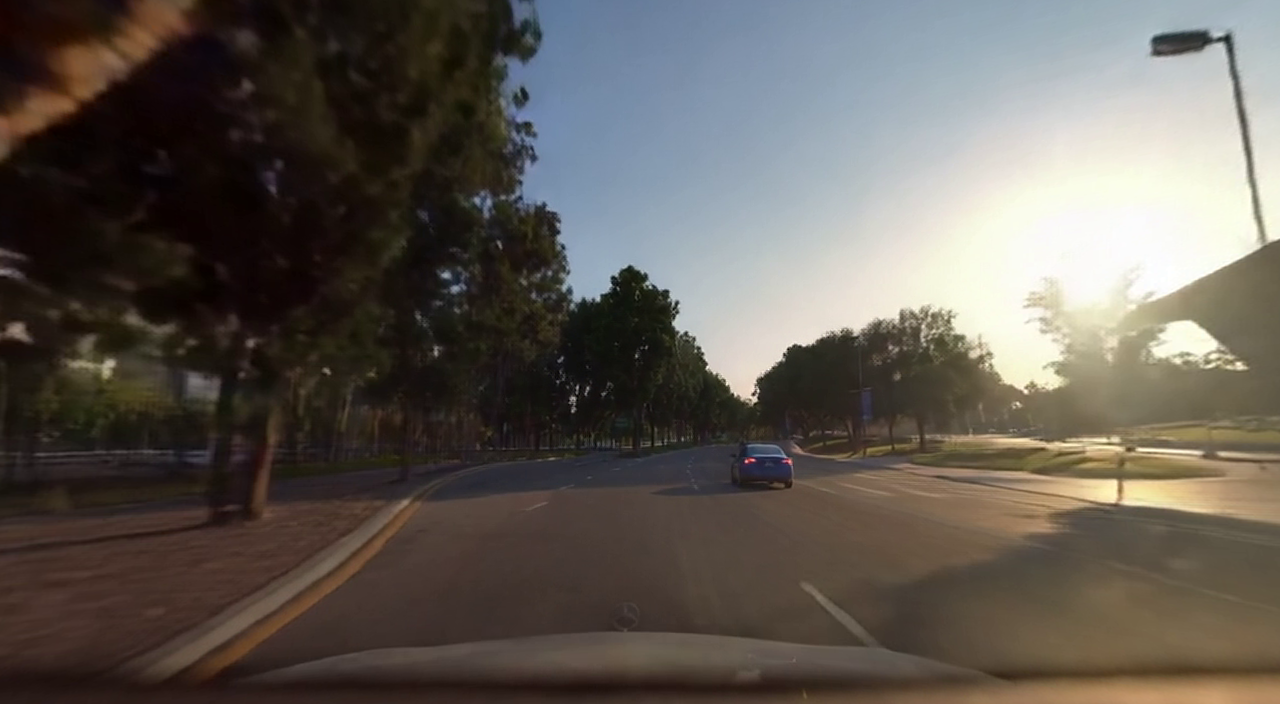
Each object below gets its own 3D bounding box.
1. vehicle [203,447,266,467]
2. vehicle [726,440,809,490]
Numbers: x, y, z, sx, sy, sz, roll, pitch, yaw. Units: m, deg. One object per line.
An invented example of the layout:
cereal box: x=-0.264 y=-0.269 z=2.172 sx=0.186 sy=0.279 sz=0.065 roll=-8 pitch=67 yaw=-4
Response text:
vehicle: x=-30.797 y=7.977 z=48.132 sx=1.800 sy=1.479 sz=4.066 roll=0 pitch=-9 yaw=6
vehicle: x=4.126 y=3.731 z=21.214 sx=1.928 sy=1.481 sz=4.453 roll=0 pitch=-9 yaw=1
